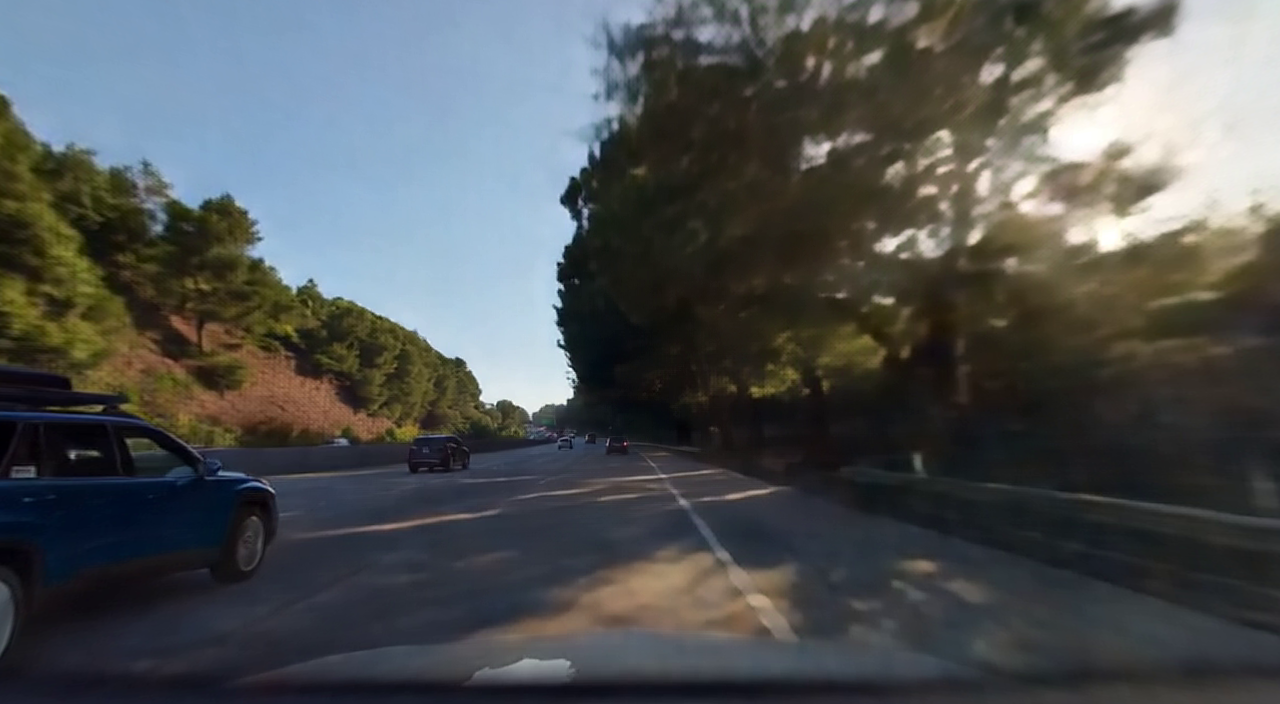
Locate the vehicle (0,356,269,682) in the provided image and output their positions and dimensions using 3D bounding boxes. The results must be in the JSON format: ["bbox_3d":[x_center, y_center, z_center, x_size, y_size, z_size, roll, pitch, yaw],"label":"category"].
[{"bbox_3d":[-4.507,0.924,3.549,2.069,1.748,4.652,0,-8,-1],"label":"vehicle"}]

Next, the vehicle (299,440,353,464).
[{"bbox_3d":[-21.239,6.783,42.805,1.729,1.483,3.790,0,-7,0],"label":"vehicle"}]

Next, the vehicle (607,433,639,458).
[{"bbox_3d":[-1.193,6.628,44.901,2.178,1.658,3.916,0,-8,-1],"label":"vehicle"}]

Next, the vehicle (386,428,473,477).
[{"bbox_3d":[-8.226,3.940,25.047,1.964,1.745,4.338,0,-8,0],"label":"vehicle"}]
